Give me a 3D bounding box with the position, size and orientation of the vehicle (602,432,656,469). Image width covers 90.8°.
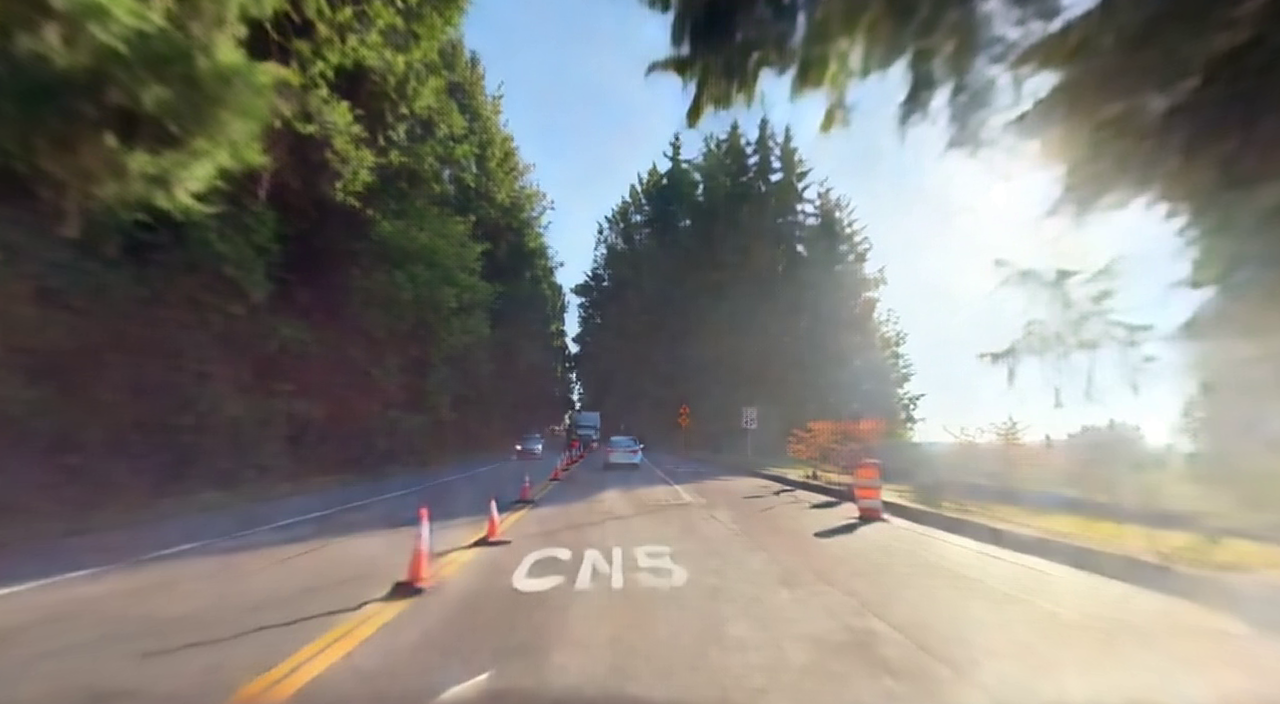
[{"bbox_3d":[-0.490,4.261,27.524,2.186,1.463,4.356,0,-8,-1],"label":"vehicle"}]

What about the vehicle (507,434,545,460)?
[{"bbox_3d":[-6.952,5.835,38.956,2.019,1.492,4.091,1,-8,-6],"label":"vehicle"}]

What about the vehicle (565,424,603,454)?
[{"bbox_3d":[-4.239,6.537,47.327,2.671,2.053,6.074,1,-8,-6],"label":"vehicle"}]
